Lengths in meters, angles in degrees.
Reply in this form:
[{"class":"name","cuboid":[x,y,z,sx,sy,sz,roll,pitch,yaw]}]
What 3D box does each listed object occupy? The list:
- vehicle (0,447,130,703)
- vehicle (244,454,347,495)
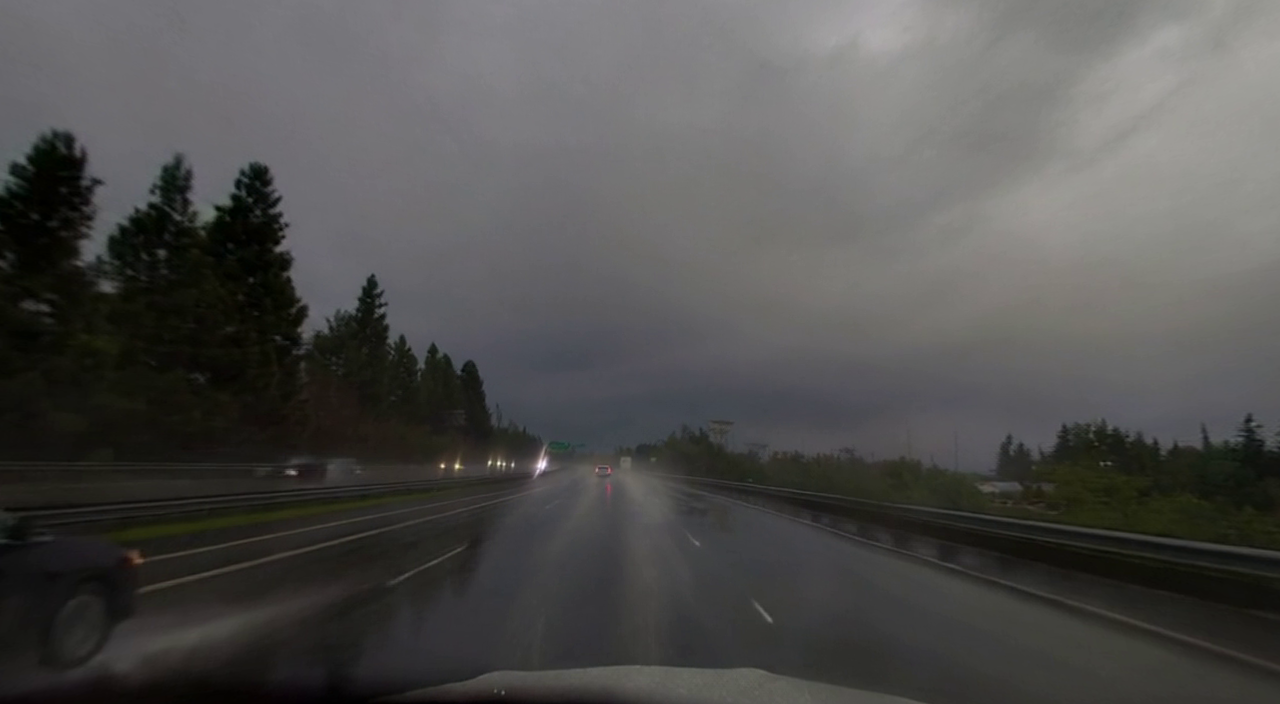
[{"class":"vehicle","cuboid":[-4.699,0.975,1.942,2.131,1.485,4.858,1,-11,0]},{"class":"vehicle","cuboid":[-13.460,4.826,24.897,1.853,1.426,3.982,1,-11,-1]}]
